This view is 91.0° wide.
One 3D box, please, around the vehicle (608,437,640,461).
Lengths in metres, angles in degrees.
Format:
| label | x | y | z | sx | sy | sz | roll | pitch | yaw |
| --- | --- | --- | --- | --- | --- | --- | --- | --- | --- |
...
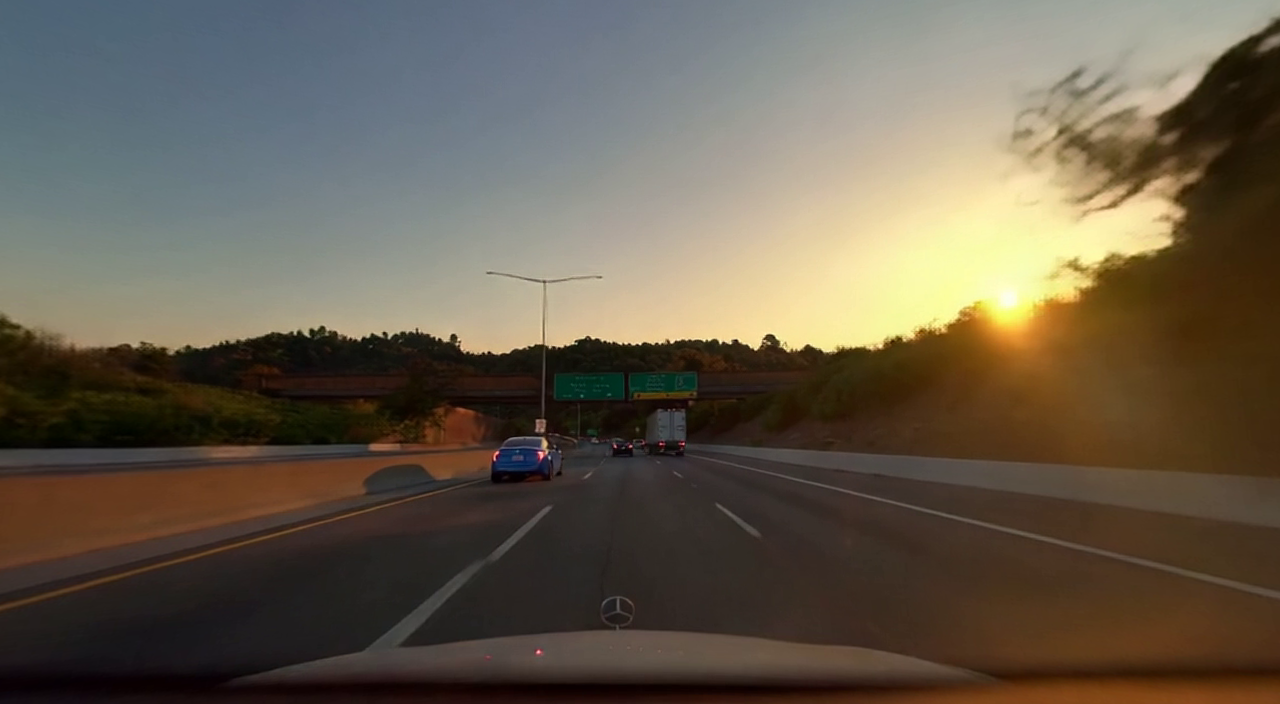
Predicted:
| label | x | y | z | sx | sy | sz | roll | pitch | yaw |
| --- | --- | --- | --- | --- | --- | --- | --- | --- | --- |
| vehicle | -1.120 | 6.766 | 44.073 | 2.125 | 1.542 | 3.816 | 0 | -8 | -1 |

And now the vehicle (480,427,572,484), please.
| label | x | y | z | sx | sy | sz | roll | pitch | yaw |
| --- | --- | --- | --- | --- | --- | --- | --- | --- | --- |
| vehicle | -3.876 | 3.614 | 22.303 | 2.377 | 1.747 | 4.703 | 0 | -8 | 0 |
